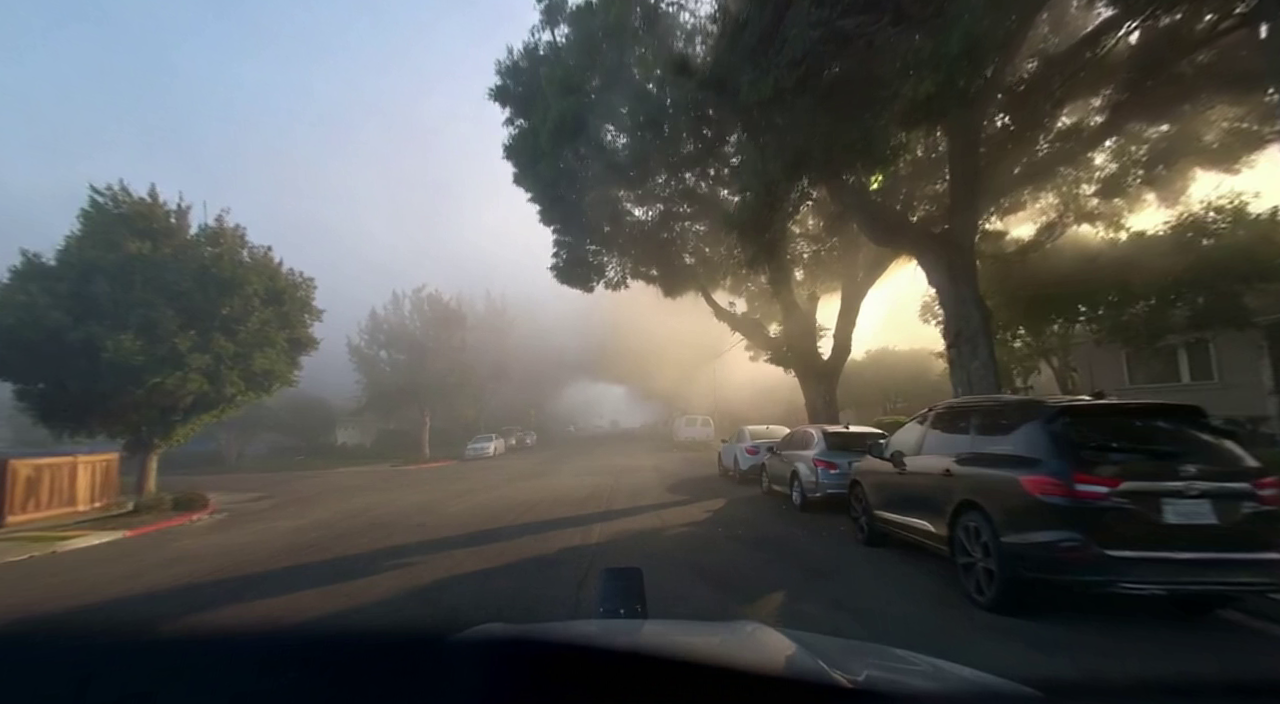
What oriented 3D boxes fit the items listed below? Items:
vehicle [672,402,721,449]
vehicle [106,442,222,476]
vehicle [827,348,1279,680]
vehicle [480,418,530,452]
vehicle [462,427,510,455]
[{"bbox_3d":[3.027,4.139,34.968,2.233,2.453,3.787,0,-8,-2],"label":"vehicle"},{"bbox_3d":[-22.615,5.065,30.256,1.813,1.499,4.321,-1,-8,8],"label":"vehicle"},{"bbox_3d":[3.671,1.248,6.024,2.208,1.863,4.799,0,-8,-1],"label":"vehicle"},{"bbox_3d":[-8.610,5.327,40.696,2.163,1.841,4.679,-6,-7,-1],"label":"vehicle"},{"bbox_3d":[-8.468,4.957,35.105,1.821,1.476,4.060,0,-8,-3],"label":"vehicle"}]
